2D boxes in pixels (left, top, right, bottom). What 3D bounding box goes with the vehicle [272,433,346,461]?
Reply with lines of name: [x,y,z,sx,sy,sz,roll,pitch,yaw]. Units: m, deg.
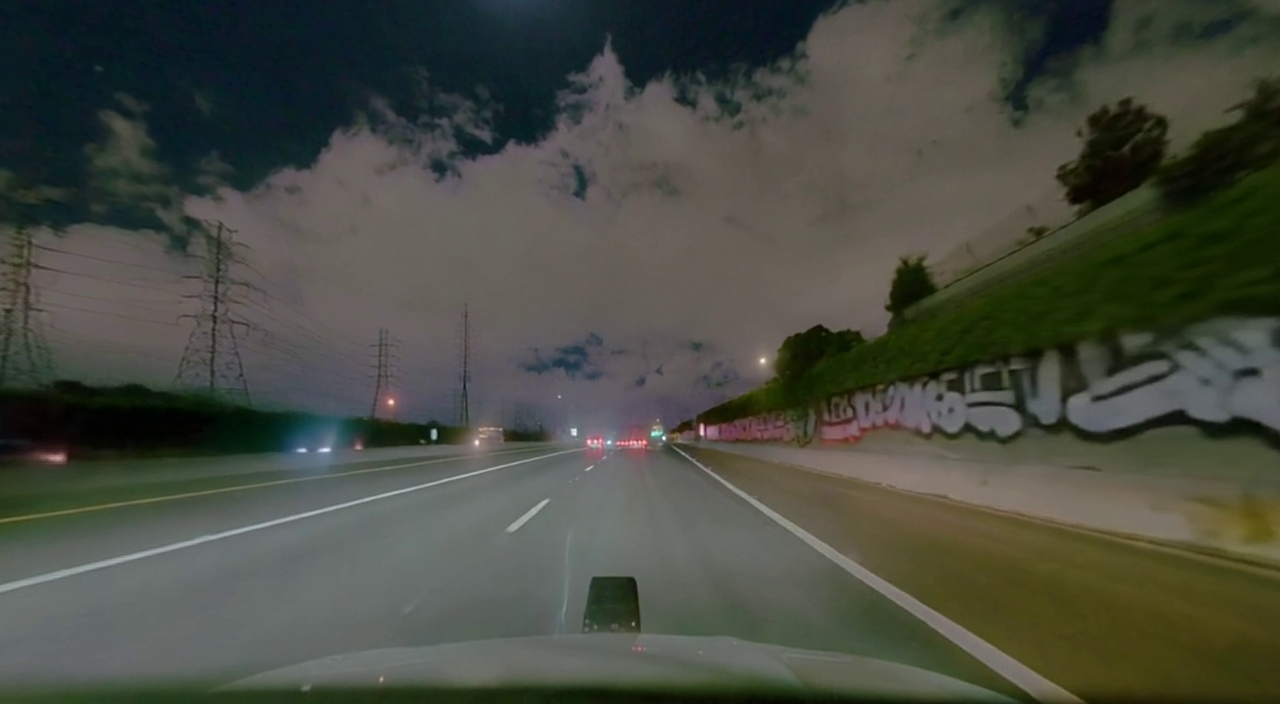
vehicle: [-18.853,5.404,36.128,1.822,1.474,4.426,0,-8,0]
